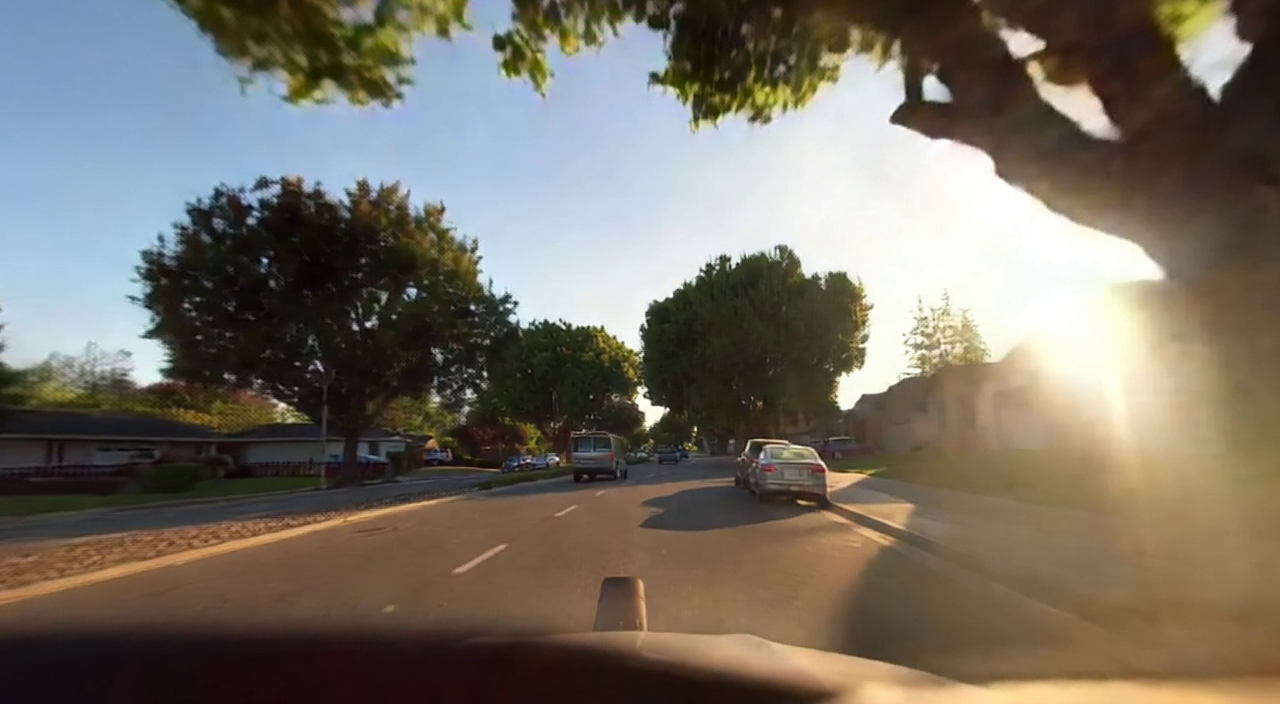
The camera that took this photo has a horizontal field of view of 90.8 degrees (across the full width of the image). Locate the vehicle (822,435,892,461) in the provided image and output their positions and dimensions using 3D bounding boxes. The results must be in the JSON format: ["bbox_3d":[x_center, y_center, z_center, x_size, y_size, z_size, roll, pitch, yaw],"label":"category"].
[{"bbox_3d":[15.022,6.671,43.887,4.249,1.550,1.843,-4,-9,9],"label":"vehicle"}]

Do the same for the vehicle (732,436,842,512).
[{"bbox_3d":[3.527,3.015,16.069,2.040,1.643,4.446,-1,-9,5],"label":"vehicle"}]

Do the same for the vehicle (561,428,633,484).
[{"bbox_3d":[-1.656,4.362,26.629,2.085,2.084,5.133,-1,-9,7],"label":"vehicle"}]
